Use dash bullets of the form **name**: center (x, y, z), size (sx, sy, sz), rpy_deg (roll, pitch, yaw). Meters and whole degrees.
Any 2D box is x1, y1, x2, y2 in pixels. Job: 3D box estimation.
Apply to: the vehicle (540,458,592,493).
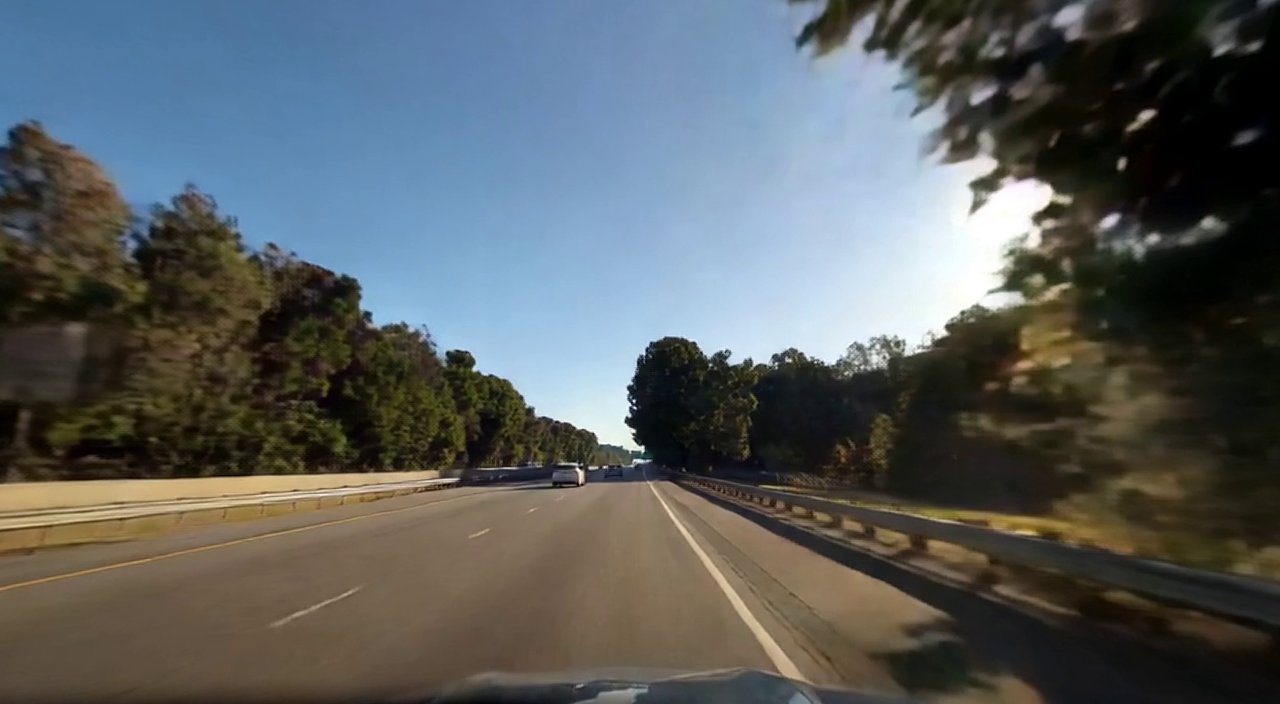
- **vehicle**: center (-3.724, 6.343, 32.431), size (2.042, 1.629, 4.276), rpy_deg (1, -10, 1)
